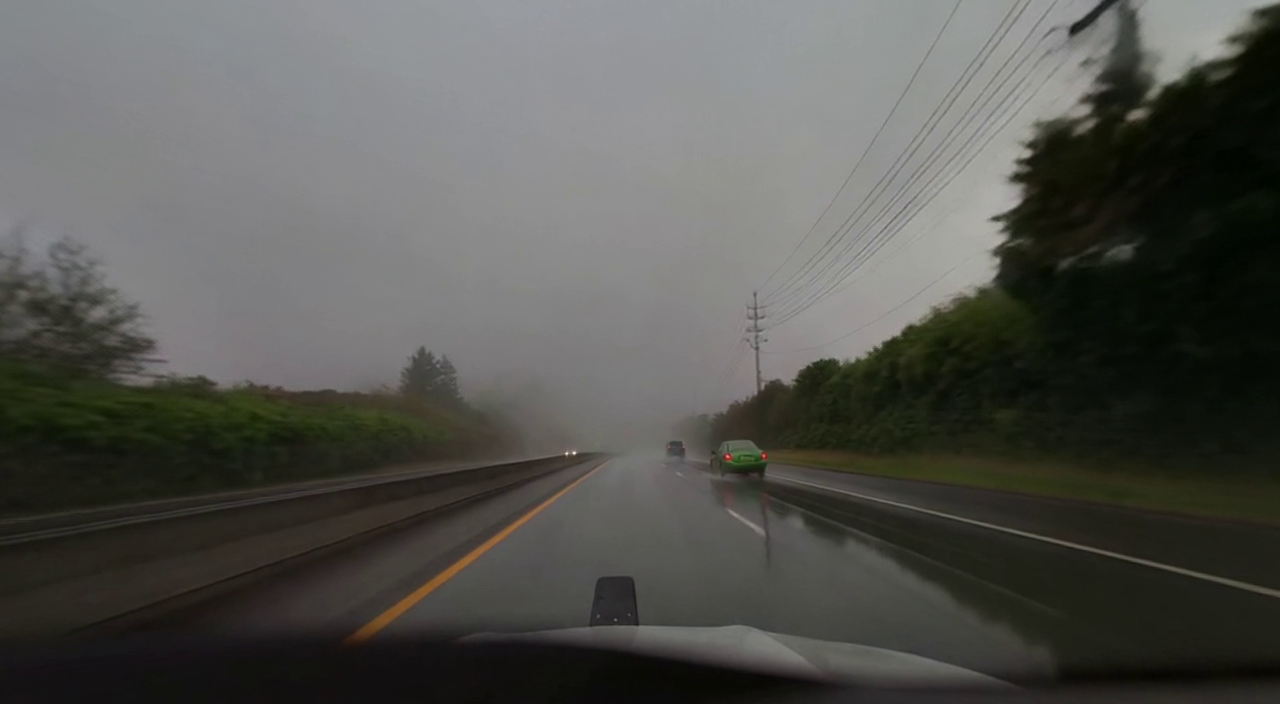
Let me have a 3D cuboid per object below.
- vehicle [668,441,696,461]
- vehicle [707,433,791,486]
[{"bbox_3d":[3.257,7.765,49.508,1.868,1.507,3.833,0,-8,-1],"label":"vehicle"},{"bbox_3d":[3.576,3.597,21.498,1.977,1.581,4.428,0,-8,-1],"label":"vehicle"}]
